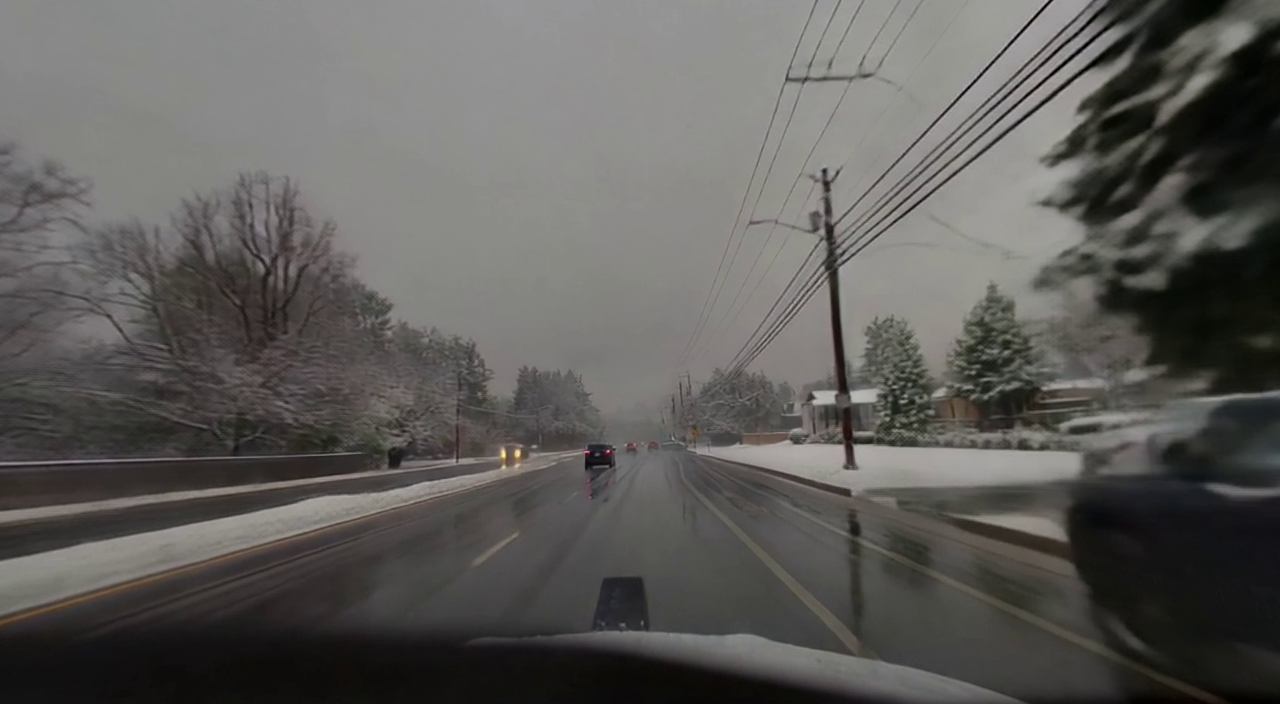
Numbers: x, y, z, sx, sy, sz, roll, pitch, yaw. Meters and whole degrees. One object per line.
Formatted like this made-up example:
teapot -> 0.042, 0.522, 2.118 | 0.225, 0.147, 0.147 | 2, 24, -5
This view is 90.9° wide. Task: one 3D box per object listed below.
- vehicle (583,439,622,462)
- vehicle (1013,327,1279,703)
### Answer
vehicle -> -2.476, 6.576, 42.230 | 2.084, 1.466, 4.522 | -1, -8, 3
vehicle -> 4.316, 0.728, 2.426 | 2.336, 1.885, 5.298 | 0, -8, -2
